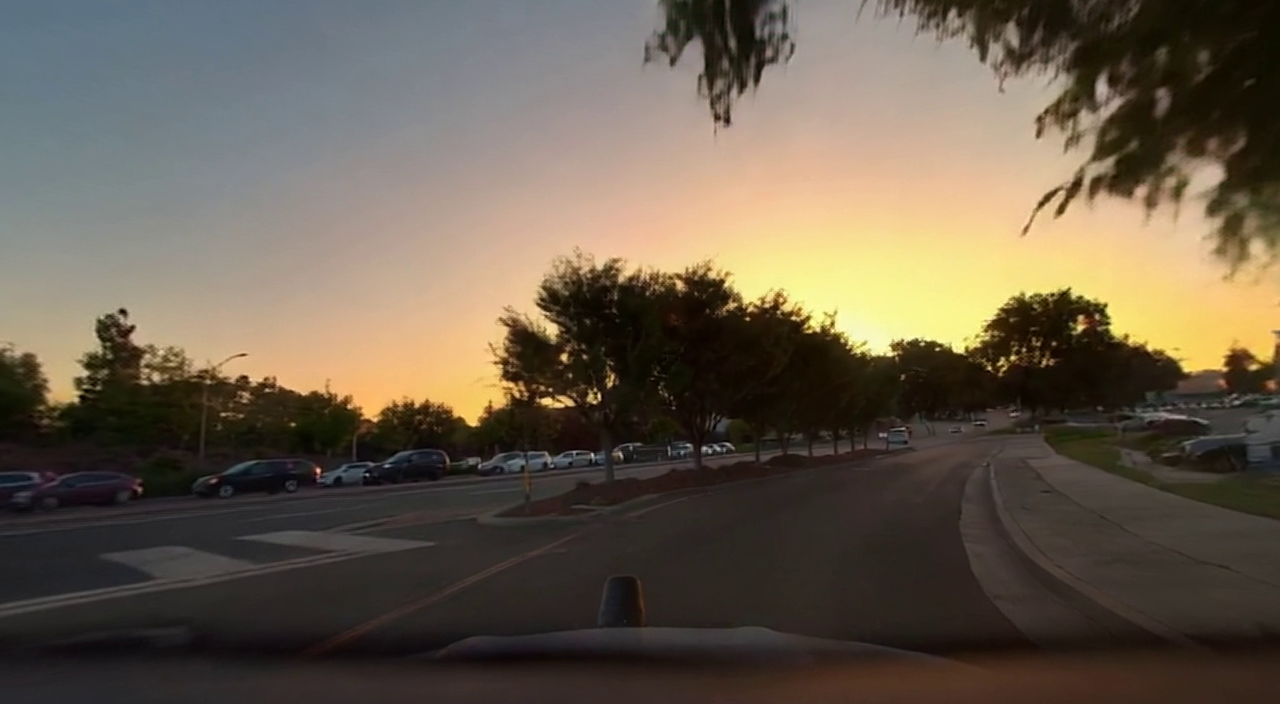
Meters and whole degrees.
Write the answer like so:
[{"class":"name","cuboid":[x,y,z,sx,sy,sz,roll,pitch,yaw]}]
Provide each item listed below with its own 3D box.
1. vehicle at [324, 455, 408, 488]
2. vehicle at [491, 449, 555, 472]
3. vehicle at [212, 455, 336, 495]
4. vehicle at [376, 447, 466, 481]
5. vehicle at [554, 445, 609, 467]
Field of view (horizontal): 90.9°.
[{"class":"vehicle","cuboid":[-17.767,7.722,41.085,2.123,1.897,4.580,-6,-10,31]},{"class":"vehicle","cuboid":[-7.999,7.428,43.435,1.832,1.473,4.377,-6,-11,33]},{"class":"vehicle","cuboid":[-17.120,5.746,29.732,1.876,1.642,4.600,-6,-10,31]},{"class":"vehicle","cuboid":[-12.646,6.472,36.731,1.969,1.758,4.662,-6,-10,32]},{"class":"vehicle","cuboid":[-4.513,8.128,49.147,1.851,1.450,4.396,-13,-14,31]}]
